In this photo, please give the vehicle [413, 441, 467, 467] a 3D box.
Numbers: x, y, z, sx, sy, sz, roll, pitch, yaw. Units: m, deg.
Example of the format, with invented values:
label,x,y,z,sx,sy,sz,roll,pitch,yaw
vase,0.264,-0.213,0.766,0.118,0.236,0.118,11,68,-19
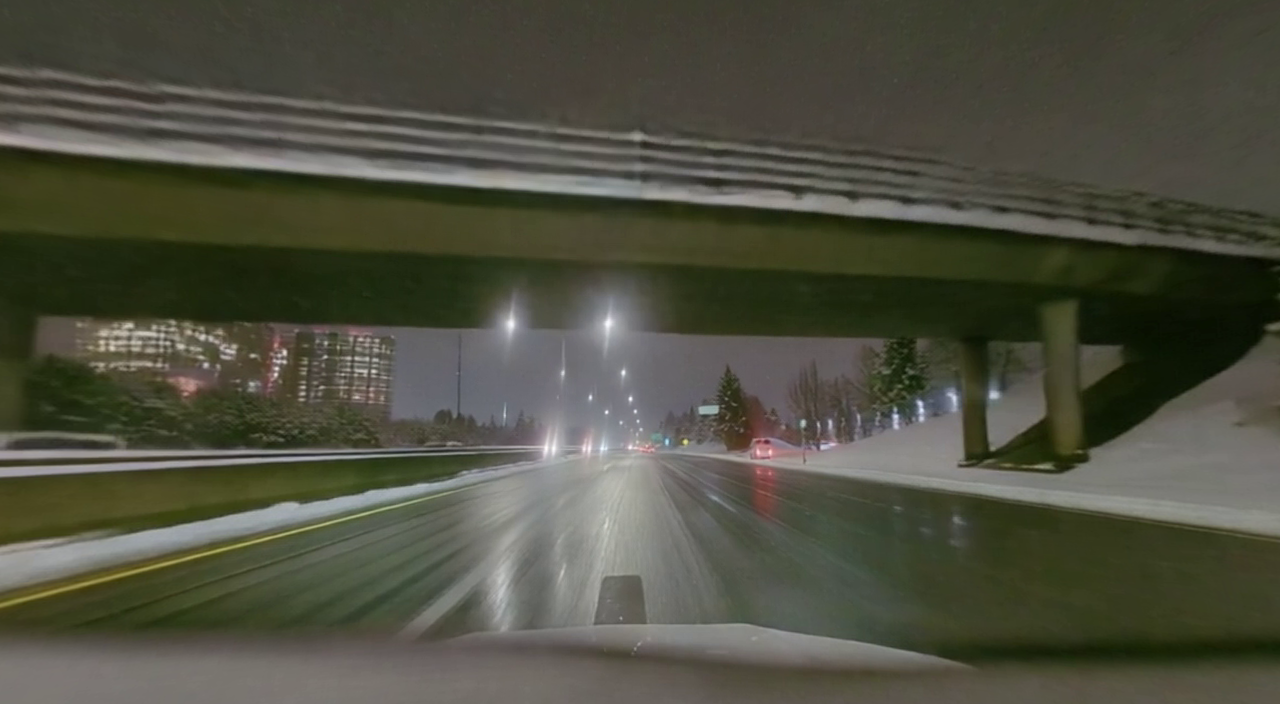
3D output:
label,x,y,z,sx,sy,sz,roll,pitch,yaw
vehicle,-14.025,7.195,44.591,2.204,1.708,4.922,0,-9,0
